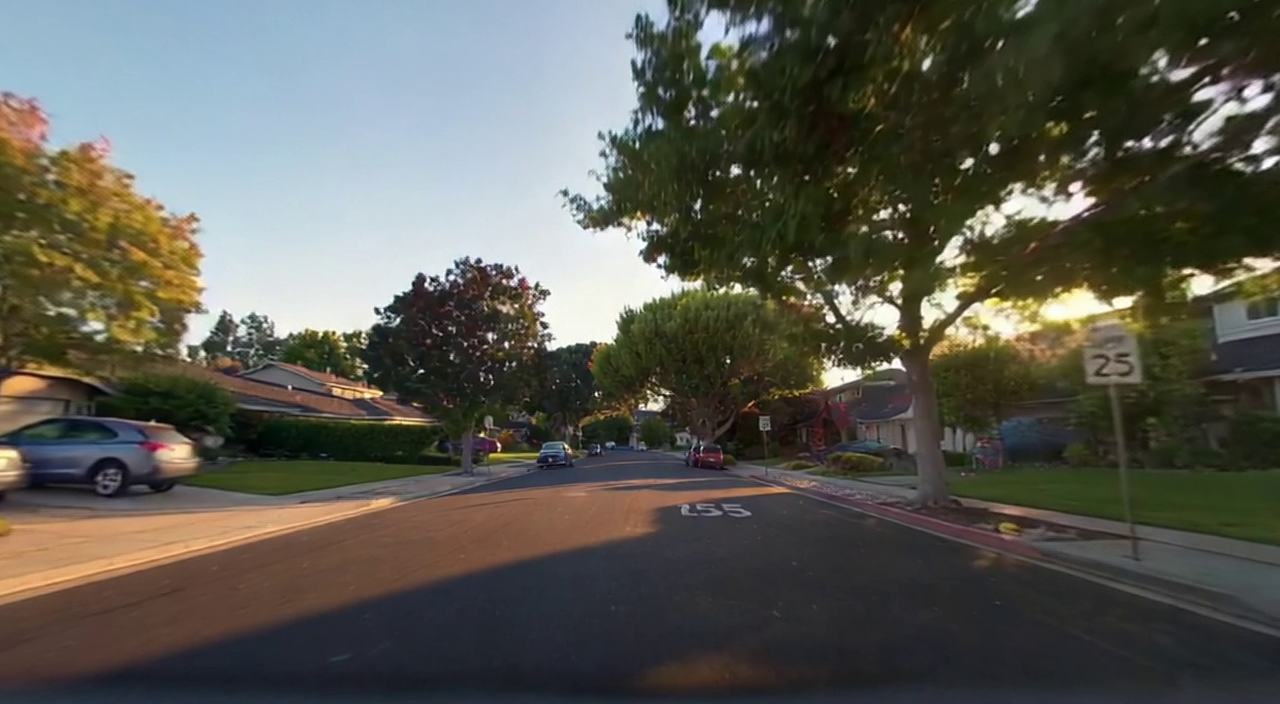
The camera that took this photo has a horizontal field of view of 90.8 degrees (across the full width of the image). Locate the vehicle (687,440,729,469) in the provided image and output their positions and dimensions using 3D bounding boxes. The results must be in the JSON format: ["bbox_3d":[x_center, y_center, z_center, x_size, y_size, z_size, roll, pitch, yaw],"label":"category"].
[{"bbox_3d":[4.227,6.440,39.923,2.033,1.730,4.554,0,-9,-1],"label":"vehicle"}]

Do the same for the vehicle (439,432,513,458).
[{"bbox_3d":[-12.447,7.067,48.086,5.024,1.903,2.102,0,-9,1],"label":"vehicle"}]

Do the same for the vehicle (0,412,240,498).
[{"bbox_3d":[-11.520,2.180,13.498,4.599,1.671,1.942,0,-9,2],"label":"vehicle"}]

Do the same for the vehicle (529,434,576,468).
[{"bbox_3d":[-5.539,6.401,40.815,2.322,1.949,5.695,-1,-9,-1],"label":"vehicle"}]
